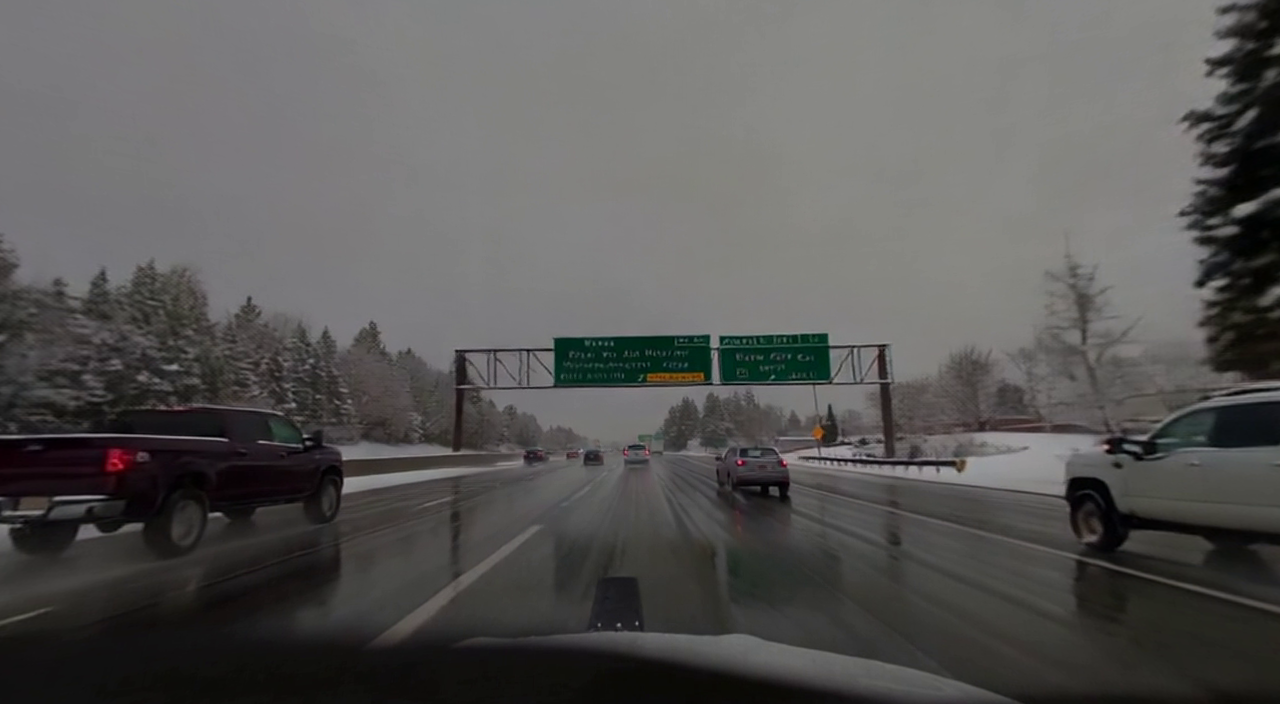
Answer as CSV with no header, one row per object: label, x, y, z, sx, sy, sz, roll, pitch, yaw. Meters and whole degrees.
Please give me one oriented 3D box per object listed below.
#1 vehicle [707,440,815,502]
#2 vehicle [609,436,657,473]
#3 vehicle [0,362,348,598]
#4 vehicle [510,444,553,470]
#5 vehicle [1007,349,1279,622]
vehicle,3.140,3.177,17.368,2.011,1.462,4.286,0,-8,-1
vehicle,-0.359,5.398,33.477,2.323,1.805,4.729,0,-8,0
vehicle,-6.621,1.536,8.485,2.444,2.012,6.122,0,-8,0
vehicle,-6.737,6.576,39.825,1.920,1.482,4.385,0,-8,0
vehicle,5.868,0.971,4.649,2.635,1.919,5.907,0,-9,-2
